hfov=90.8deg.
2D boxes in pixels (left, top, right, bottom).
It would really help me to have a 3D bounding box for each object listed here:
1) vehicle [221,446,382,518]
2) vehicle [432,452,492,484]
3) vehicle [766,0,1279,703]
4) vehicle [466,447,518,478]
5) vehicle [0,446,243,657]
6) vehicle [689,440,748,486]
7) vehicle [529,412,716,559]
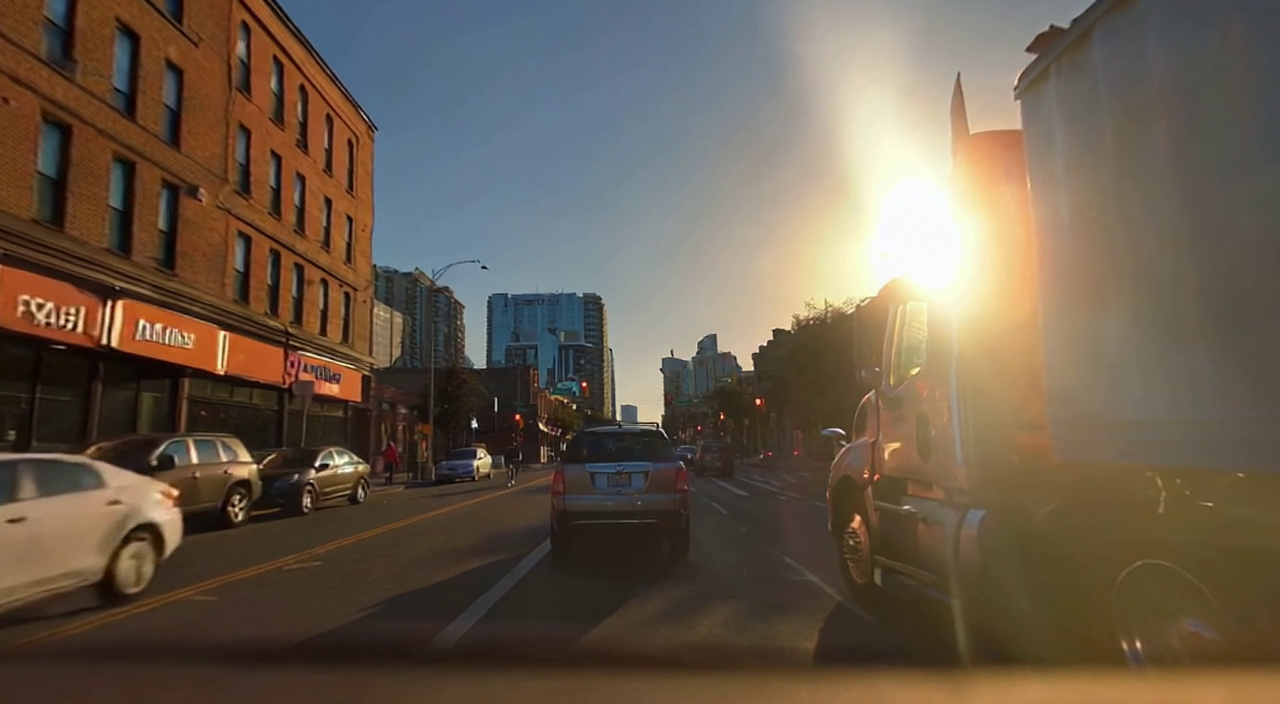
[{"bbox_3d":[-8.842,3.375,17.043,1.896,1.652,4.269,0,-8,1],"label":"vehicle"},{"bbox_3d":[-8.720,5.700,31.338,1.805,1.379,4.359,0,-8,-1],"label":"vehicle"},{"bbox_3d":[2.913,-0.030,2.197,2.913,3.771,9.716,0,-8,0],"label":"vehicle"},{"bbox_3d":[-8.700,6.532,37.534,2.084,1.686,4.422,0,-8,-1],"label":"vehicle"},{"bbox_3d":[-5.532,1.494,4.962,1.997,1.467,4.373,0,-8,0],"label":"vehicle"},{"bbox_3d":[3.156,4.537,26.164,2.159,1.696,4.316,-1,-8,4],"label":"vehicle"},{"bbox_3d":[-0.217,1.970,10.073,2.283,1.783,4.548,0,-8,0],"label":"vehicle"}]
